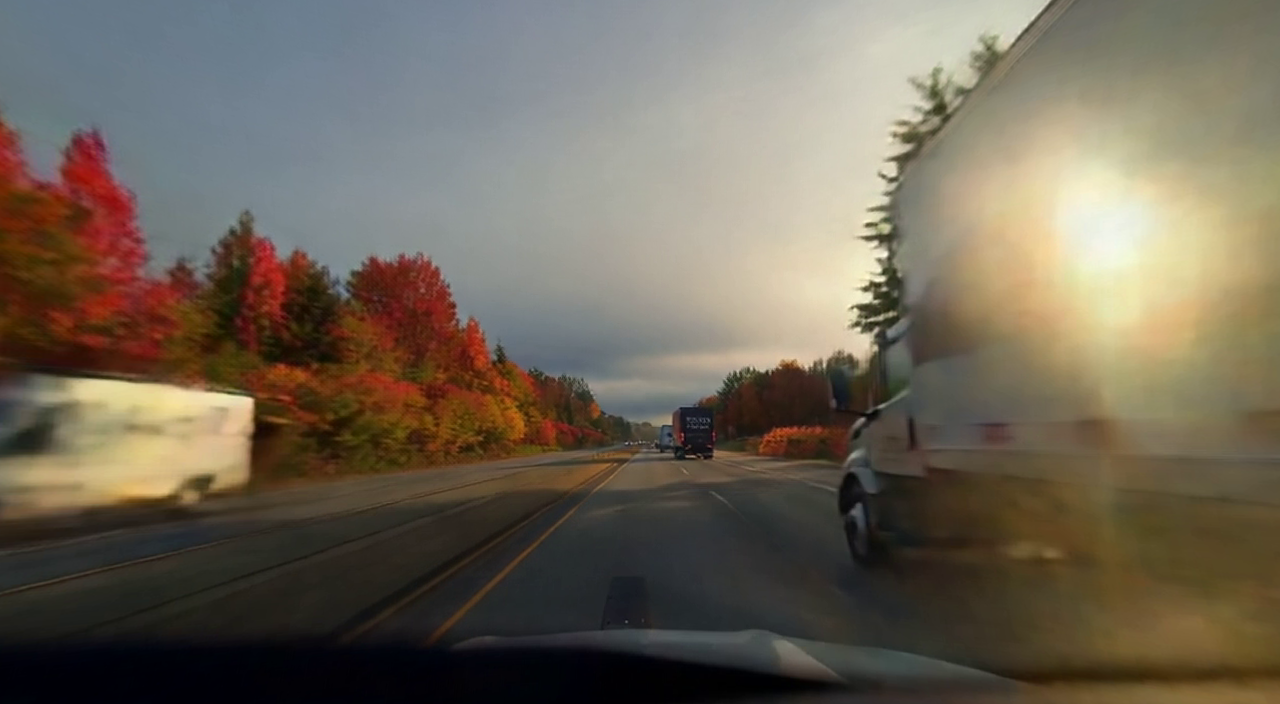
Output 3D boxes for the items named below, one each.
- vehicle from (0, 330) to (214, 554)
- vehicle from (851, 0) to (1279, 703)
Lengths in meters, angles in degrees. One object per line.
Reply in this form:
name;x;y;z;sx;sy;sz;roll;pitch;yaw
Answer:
vehicle;-11.362;1.561;10.879;2.698;3.465;7.279;0;-8;0
vehicle;4.004;-0.547;0.147;2.911;4.117;14.683;0;-8;0
